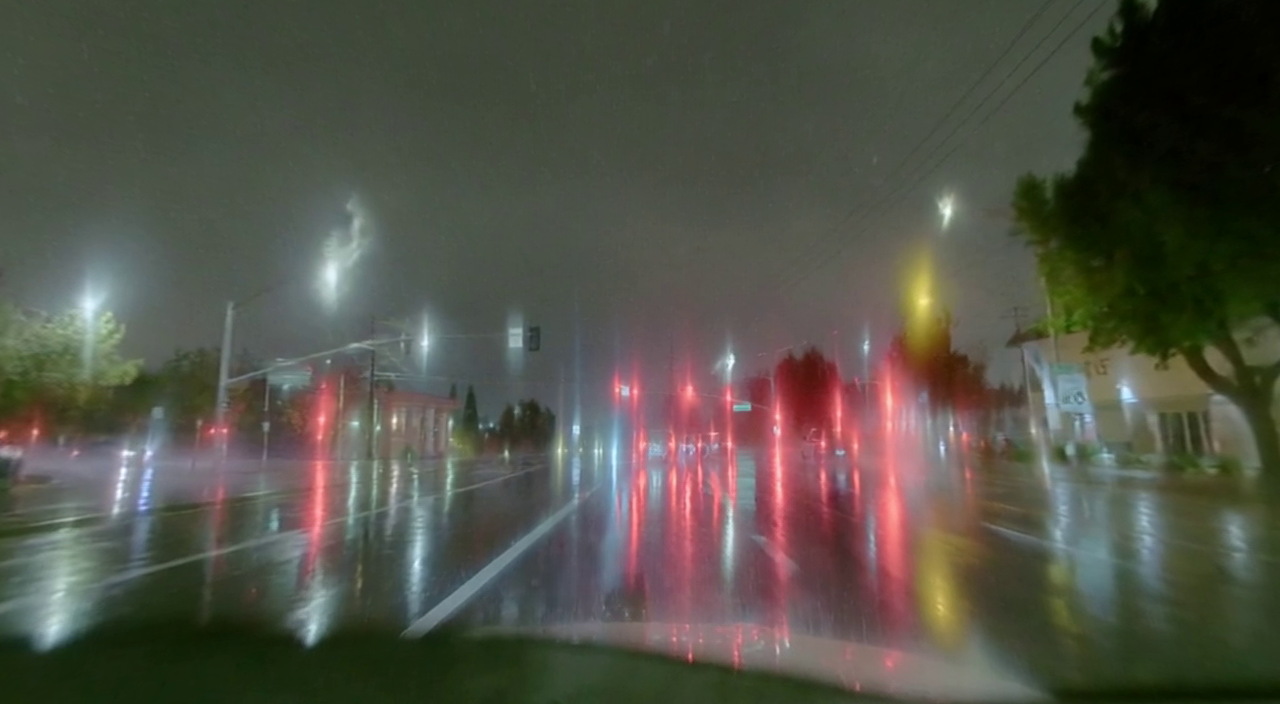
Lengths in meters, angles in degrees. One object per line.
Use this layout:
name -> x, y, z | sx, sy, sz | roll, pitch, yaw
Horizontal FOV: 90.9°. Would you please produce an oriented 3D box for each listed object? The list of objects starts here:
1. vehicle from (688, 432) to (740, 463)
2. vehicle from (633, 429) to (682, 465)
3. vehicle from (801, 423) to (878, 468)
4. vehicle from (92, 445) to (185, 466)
vehicle -> 3.598, 4.766, 31.442 | 1.994, 1.436, 4.169 | 0, -8, -1
vehicle -> 0.785, 4.414, 29.243 | 2.099, 1.516, 4.681 | 0, -8, 1
vehicle -> 9.039, 4.285, 29.077 | 2.132, 1.892, 4.851 | -1, -8, 3
vehicle -> -34.130, 7.048, 43.005 | 4.448, 1.422, 1.890 | 2, -9, -12
